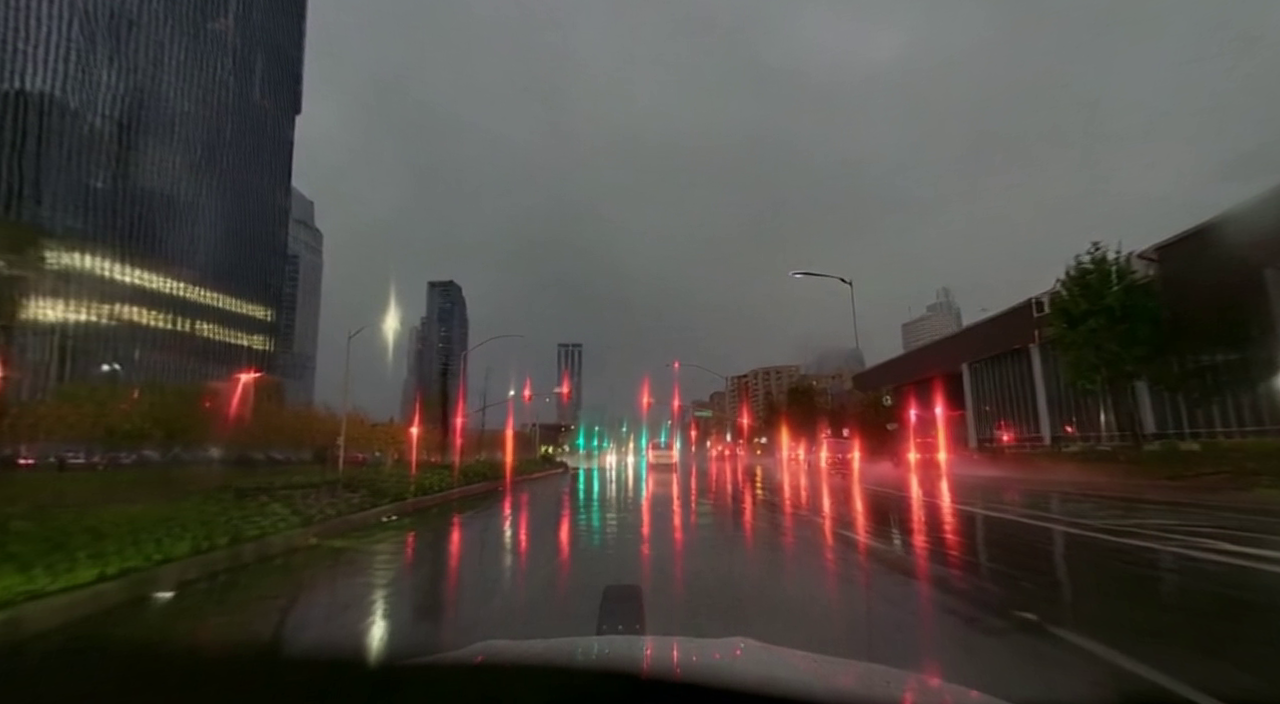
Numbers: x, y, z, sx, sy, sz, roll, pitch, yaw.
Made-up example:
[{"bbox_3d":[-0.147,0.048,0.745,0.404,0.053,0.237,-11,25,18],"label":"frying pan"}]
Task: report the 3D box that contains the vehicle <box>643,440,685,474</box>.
[{"bbox_3d":[1.277,5.561,33.555,2.092,1.660,4.319,0,-9,2],"label":"vehicle"}]
